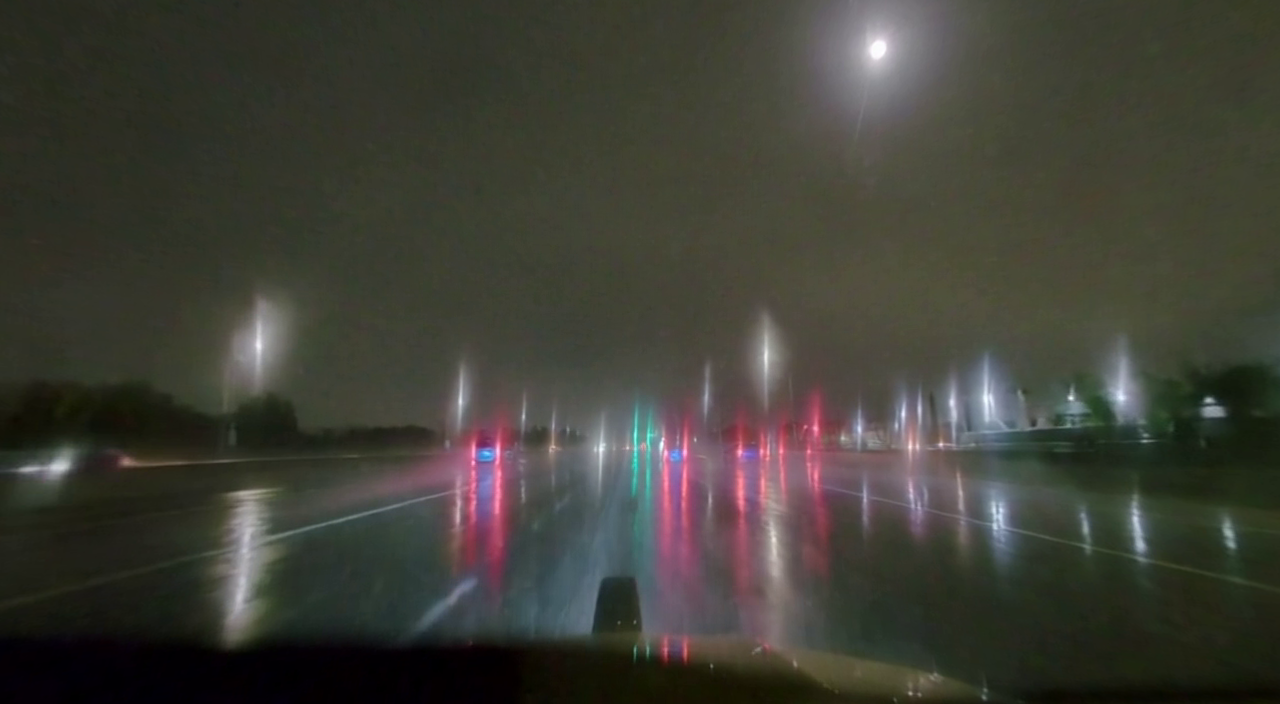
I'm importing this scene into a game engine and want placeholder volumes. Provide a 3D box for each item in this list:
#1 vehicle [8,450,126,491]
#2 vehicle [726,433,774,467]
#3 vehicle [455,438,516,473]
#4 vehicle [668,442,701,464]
[{"bbox_3d":[-25.752,5.316,28.590,1.969,1.614,3.564,1,-8,-1],"label":"vehicle"},{"bbox_3d":[6.852,6.169,39.859,2.065,1.953,4.605,0,-8,-1],"label":"vehicle"},{"bbox_3d":[-8.160,5.500,33.951,2.083,1.696,5.464,1,-8,-2],"label":"vehicle"},{"bbox_3d":[3.114,7.207,45.273,2.000,1.533,3.770,0,-8,-1],"label":"vehicle"}]
